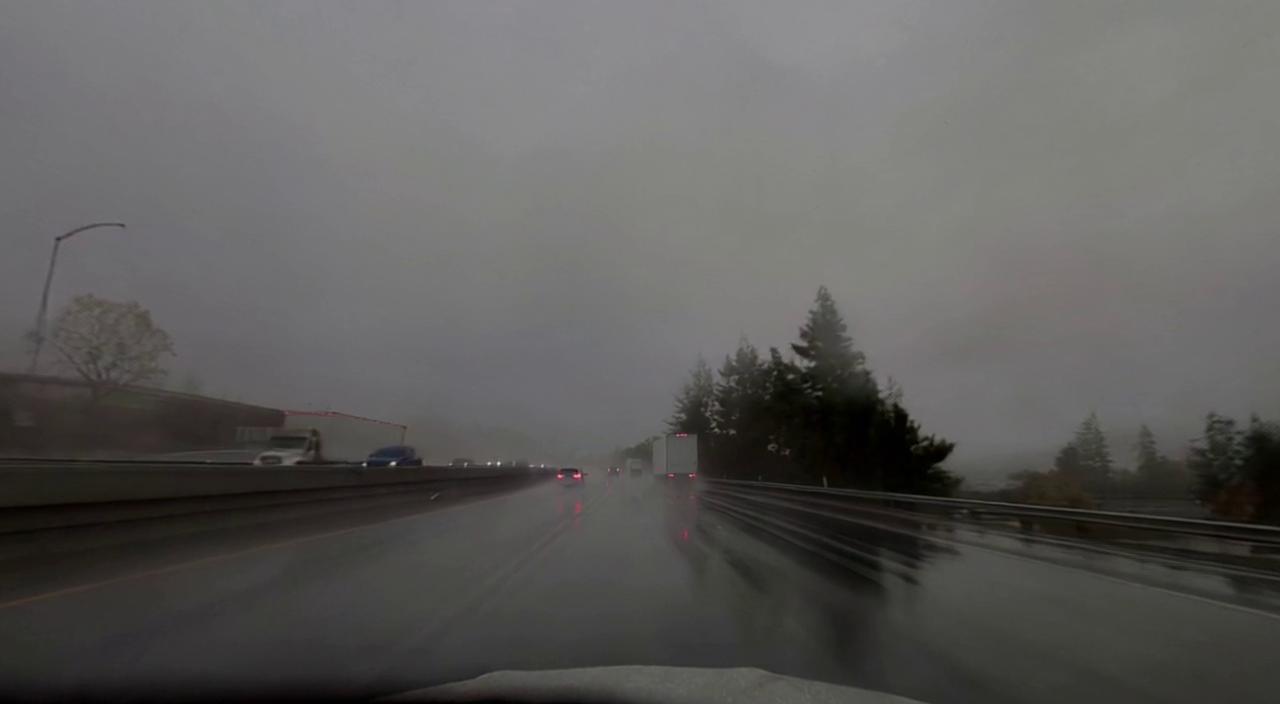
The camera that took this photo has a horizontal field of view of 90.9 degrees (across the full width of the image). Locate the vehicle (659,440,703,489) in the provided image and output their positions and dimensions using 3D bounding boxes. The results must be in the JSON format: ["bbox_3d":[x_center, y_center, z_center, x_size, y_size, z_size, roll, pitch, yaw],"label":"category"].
[{"bbox_3d":[3.069,8.839,49.488,2.738,3.456,7.520,1,-11,-2],"label":"vehicle"}]

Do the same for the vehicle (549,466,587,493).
[{"bbox_3d":[-4.209,7.510,37.244,1.868,1.485,3.770,1,-11,-1],"label":"vehicle"}]

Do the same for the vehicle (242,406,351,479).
[{"bbox_3d":[-19.966,5.426,37.081,2.956,3.885,5.850,1,-11,-1],"label":"vehicle"}]

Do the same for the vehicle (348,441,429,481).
[{"bbox_3d":[-12.345,5.433,31.324,2.058,1.786,4.890,1,-11,-1],"label":"vehicle"}]
